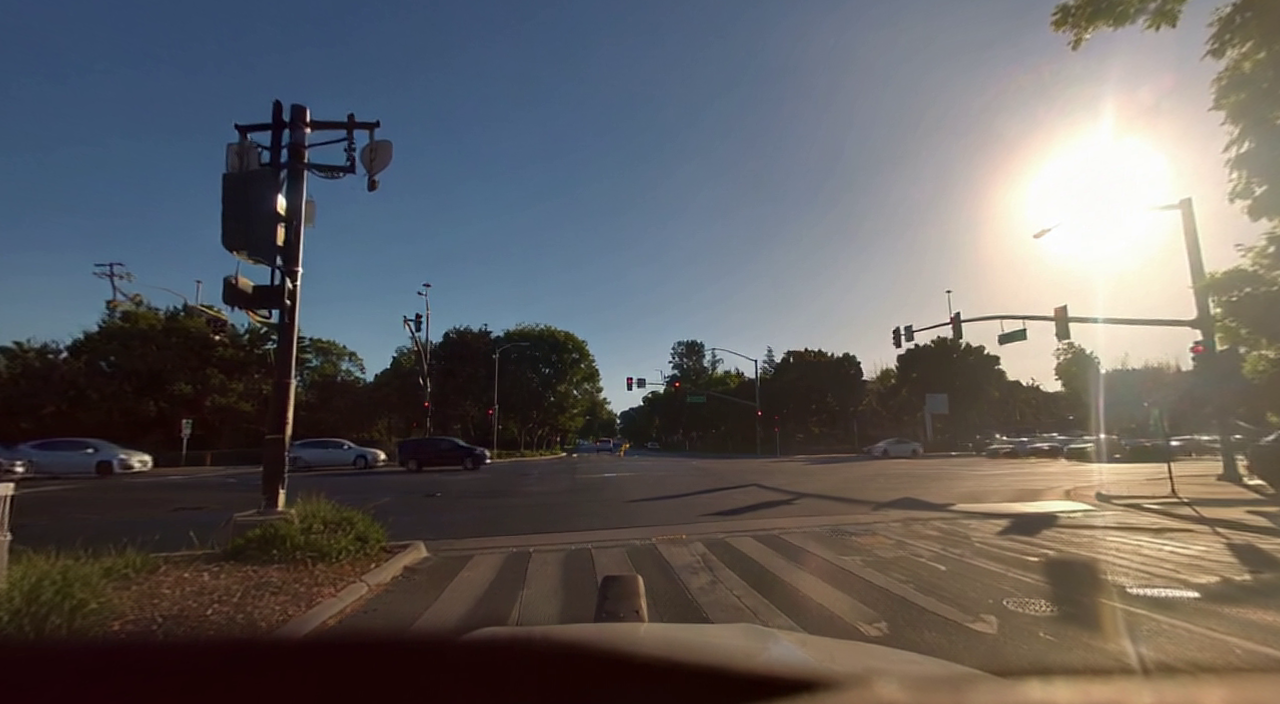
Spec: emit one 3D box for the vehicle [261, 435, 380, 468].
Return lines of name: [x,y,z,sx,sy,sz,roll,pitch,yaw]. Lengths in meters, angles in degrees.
vehicle: [-15.361,4.775,30.476,4.912,1.485,1.922,5,-10,-29]

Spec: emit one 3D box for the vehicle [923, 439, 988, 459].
vehicle: [24.070,7.392,48.203,4.352,1.456,1.794,3,-9,-19]

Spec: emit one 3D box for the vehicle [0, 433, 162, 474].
vehicle: [-21.824,3.912,24.444,4.849,1.476,1.935,3,-9,-18]

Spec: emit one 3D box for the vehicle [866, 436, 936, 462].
vehicle: [15.675,5.823,37.839,4.516,1.468,1.962,7,-11,-40]

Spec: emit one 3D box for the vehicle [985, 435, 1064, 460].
vehicle: [26.169,6.504,43.019,4.481,1.561,2.001,3,-9,-16]

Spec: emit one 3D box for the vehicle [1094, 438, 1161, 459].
vehicle: [35.919,7.090,46.563,4.533,1.471,1.772,4,-9,-22]

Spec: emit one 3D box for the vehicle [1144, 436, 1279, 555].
vehicle: [9.228,1.874,7.887,1.993,1.505,4.721,4,-9,0]

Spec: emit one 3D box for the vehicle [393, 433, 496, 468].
vehicle: [-9.347,4.721,30.356,4.331,1.544,1.896,5,-10,-32]
